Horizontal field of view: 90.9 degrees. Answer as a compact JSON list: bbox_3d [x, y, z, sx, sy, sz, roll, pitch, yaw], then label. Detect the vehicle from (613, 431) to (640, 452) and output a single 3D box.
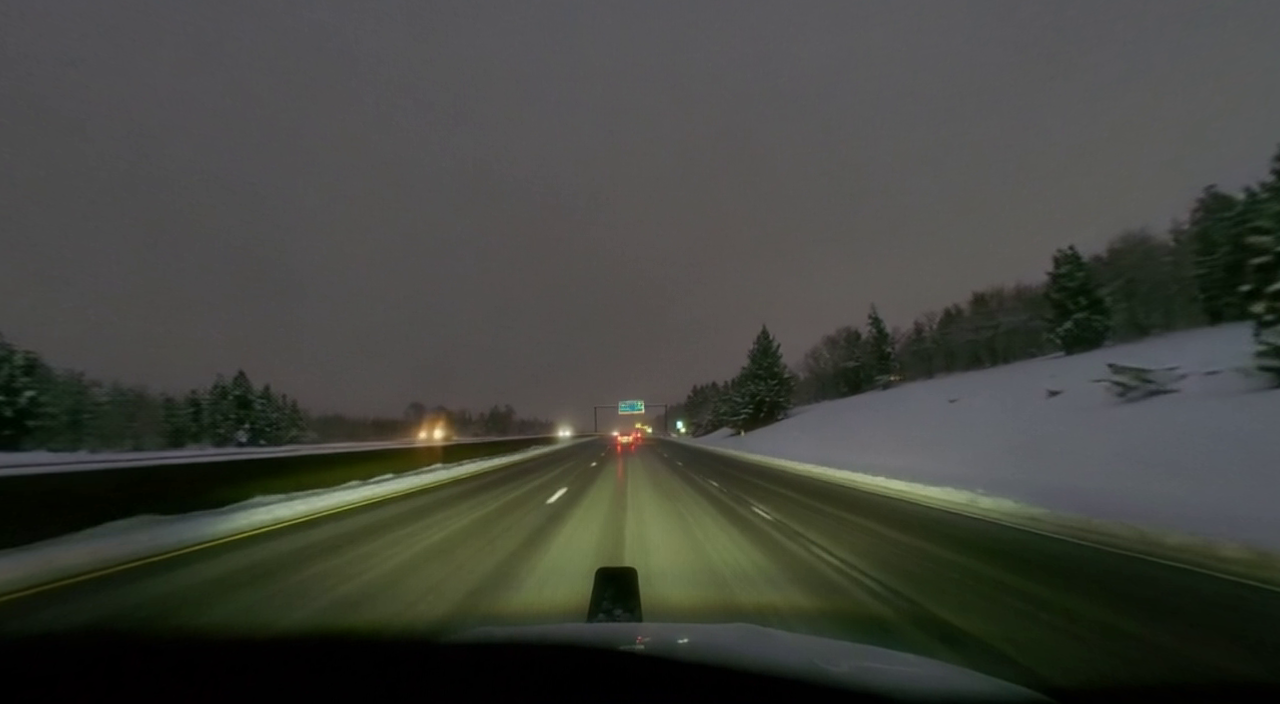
[{"bbox_3d":[-1.061,7.014,49.592,1.993,1.519,4.046,0,-8,-1],"label":"vehicle"}]
